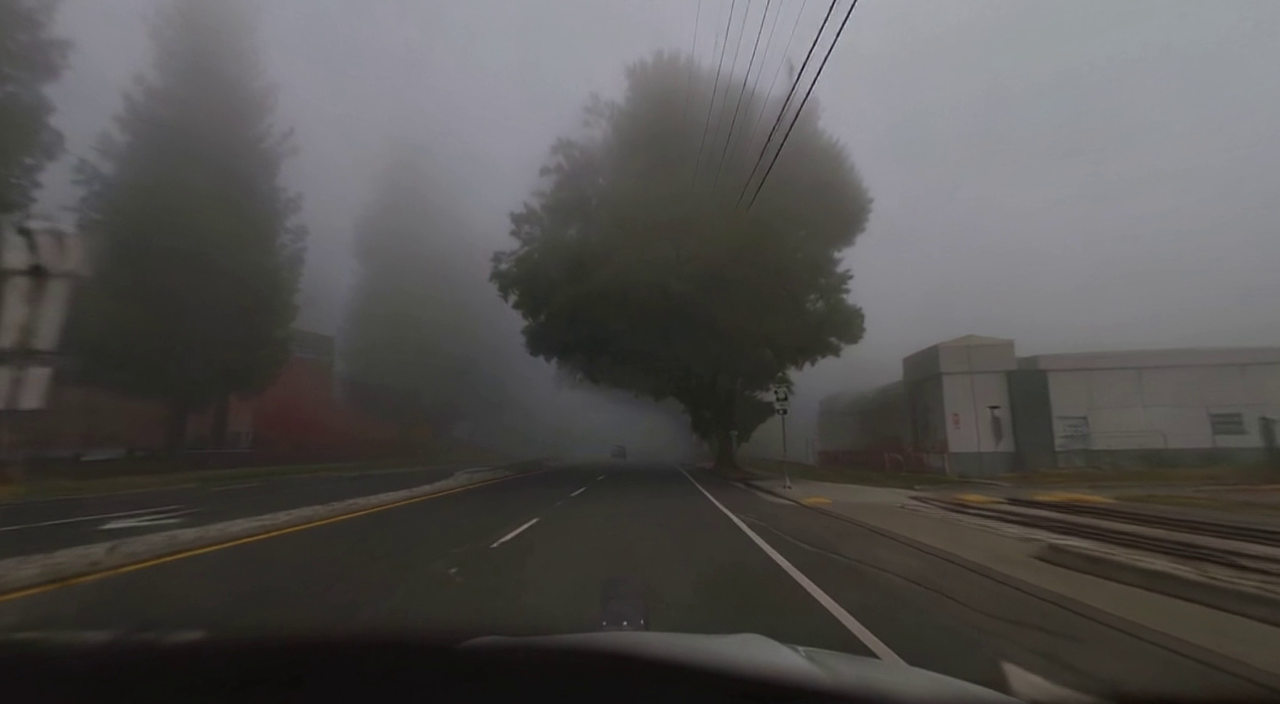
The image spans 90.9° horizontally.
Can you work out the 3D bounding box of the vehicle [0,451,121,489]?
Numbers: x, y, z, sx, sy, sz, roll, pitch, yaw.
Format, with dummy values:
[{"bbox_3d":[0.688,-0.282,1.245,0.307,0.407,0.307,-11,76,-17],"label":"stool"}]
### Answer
[{"bbox_3d":[-25.402,5.085,27.469,1.805,1.461,4.321,0,-9,1],"label":"vehicle"}]
